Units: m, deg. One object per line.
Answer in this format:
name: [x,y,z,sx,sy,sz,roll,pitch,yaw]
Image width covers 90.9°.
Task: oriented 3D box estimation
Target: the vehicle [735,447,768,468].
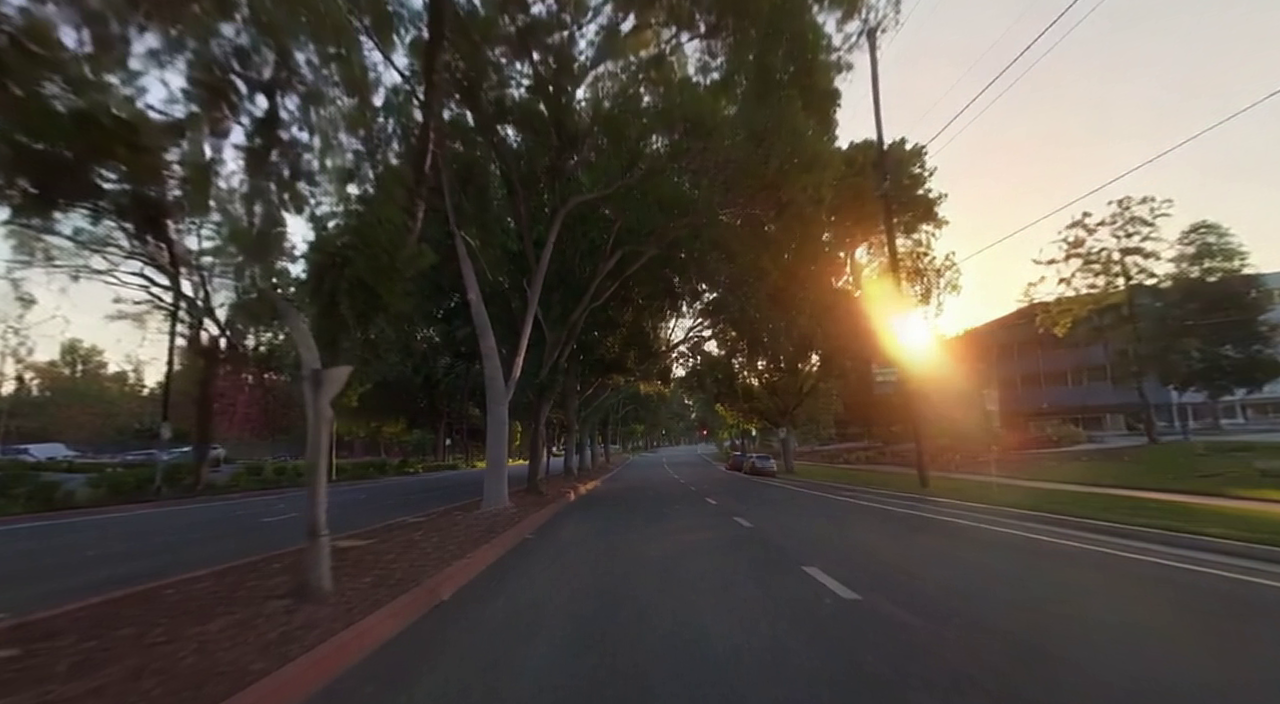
vehicle: [8.460,8.029,48.137,1.868,1.437,4.254,-1,-8,3]
